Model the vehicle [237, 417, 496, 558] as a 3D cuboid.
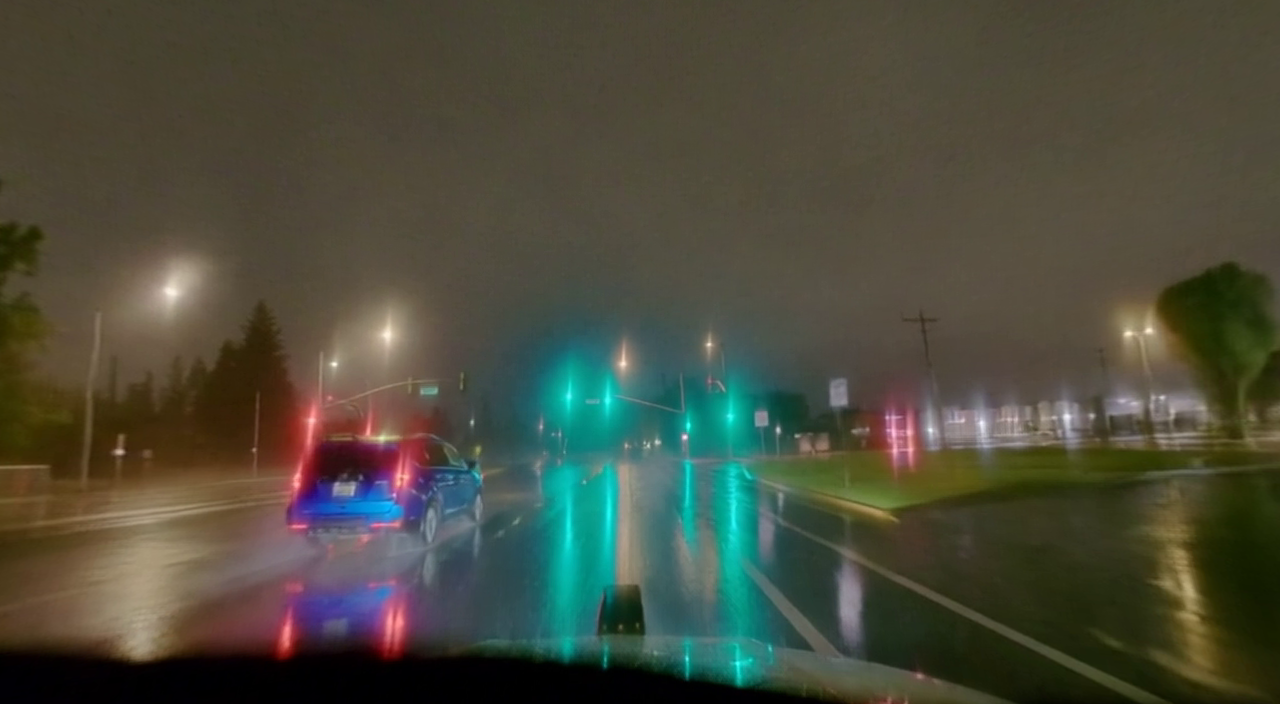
[{"bbox_3d":[-3.887,2.007,10.056,2.121,1.724,4.392,0,-9,0],"label":"vehicle"}]
